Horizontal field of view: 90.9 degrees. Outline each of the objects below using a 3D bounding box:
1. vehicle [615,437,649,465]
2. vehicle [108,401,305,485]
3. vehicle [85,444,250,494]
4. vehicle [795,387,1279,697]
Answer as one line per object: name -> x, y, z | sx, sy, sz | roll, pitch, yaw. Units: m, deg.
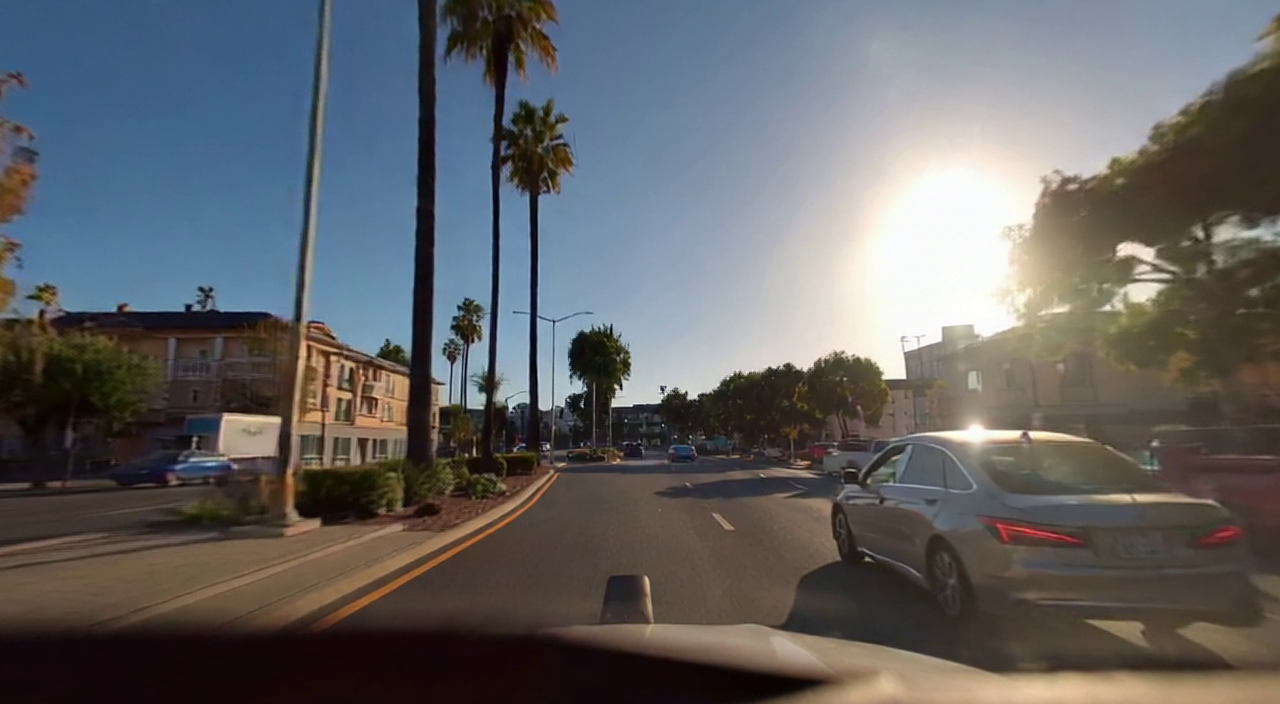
vehicle -> -0.488, 6.440, 41.079 | 2.087, 1.709, 4.076 | 0, -8, 0
vehicle -> -18.971, 4.145, 28.524 | 2.933, 3.159, 8.124 | -2, -9, 2
vehicle -> -15.506, 3.819, 21.090 | 1.783, 1.477, 4.624 | 0, -9, 3
vehicle -> 2.944, 1.326, 5.569 | 2.009, 1.639, 4.267 | 0, -9, -1
